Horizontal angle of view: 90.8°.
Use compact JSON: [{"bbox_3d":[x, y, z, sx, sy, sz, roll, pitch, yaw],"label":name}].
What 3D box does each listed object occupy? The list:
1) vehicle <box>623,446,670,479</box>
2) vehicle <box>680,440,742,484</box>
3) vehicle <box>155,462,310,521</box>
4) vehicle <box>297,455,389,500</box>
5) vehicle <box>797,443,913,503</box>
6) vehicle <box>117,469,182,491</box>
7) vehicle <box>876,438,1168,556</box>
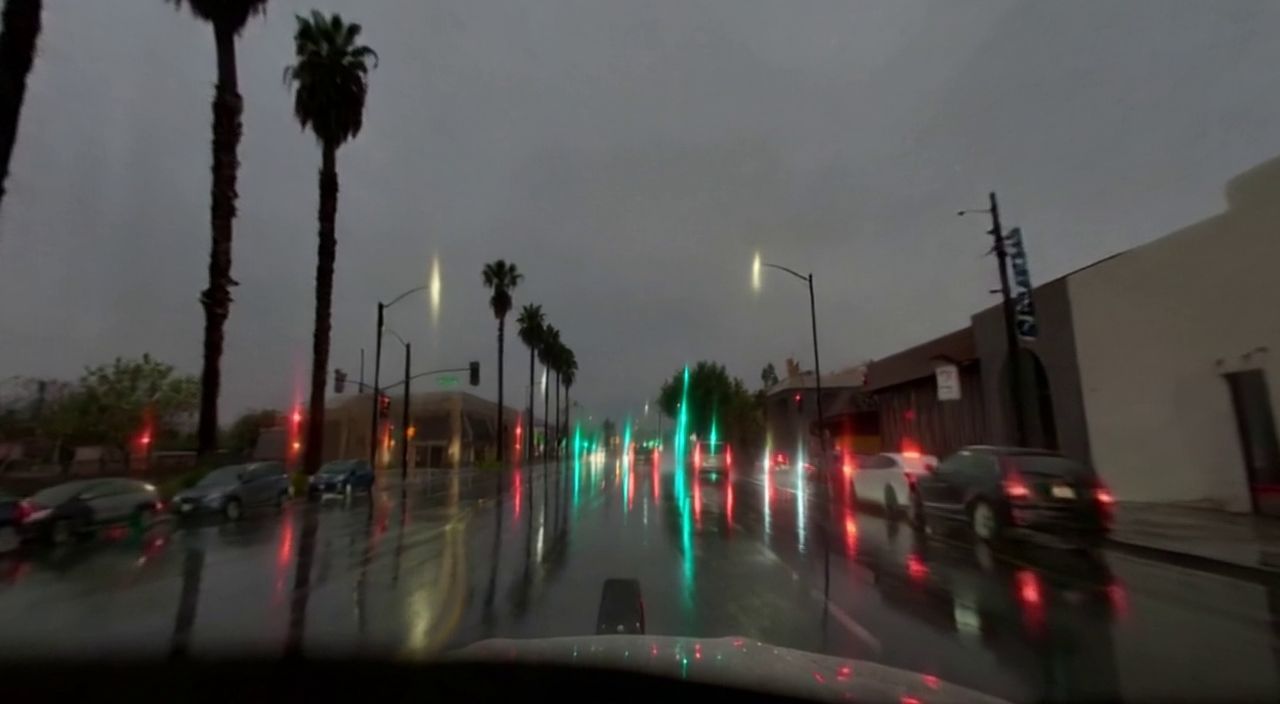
[{"bbox_3d":[0.258,5.240,30.205,2.088,1.452,3.993,0,-8,0],"label":"vehicle"},{"bbox_3d":[2.927,4.621,26.925,2.003,1.702,4.288,0,-8,-2],"label":"vehicle"},{"bbox_3d":[-12.339,4.251,19.544,1.978,1.501,4.355,-3,-11,-2],"label":"vehicle"},{"bbox_3d":[-12.525,5.358,26.956,1.949,1.682,4.094,-2,-11,0],"label":"vehicle"},{"bbox_3d":[6.519,3.685,19.758,2.157,1.640,4.228,0,-8,0],"label":"vehicle"},{"bbox_3d":[-36.262,9.491,46.751,3.505,1.276,1.652,2,-6,6],"label":"vehicle"},{"bbox_3d":[6.365,2.426,11.475,2.174,1.643,4.860,0,-8,-1],"label":"vehicle"}]
